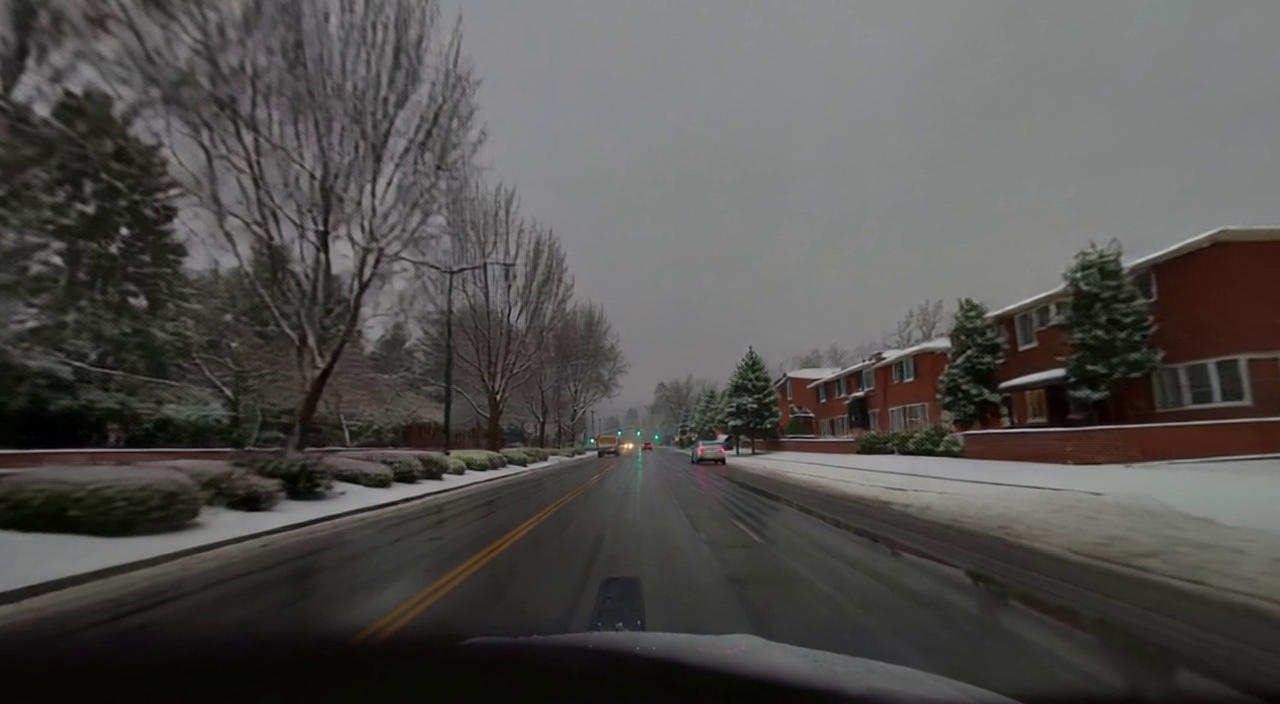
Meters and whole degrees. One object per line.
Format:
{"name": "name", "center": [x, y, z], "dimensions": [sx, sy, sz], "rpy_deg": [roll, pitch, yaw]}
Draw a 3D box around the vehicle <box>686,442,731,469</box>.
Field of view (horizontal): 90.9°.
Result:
{"name": "vehicle", "center": [4.139, 6.337, 38.844], "dimensions": [2.237, 1.578, 4.621], "rpy_deg": [0, -8, -1]}
